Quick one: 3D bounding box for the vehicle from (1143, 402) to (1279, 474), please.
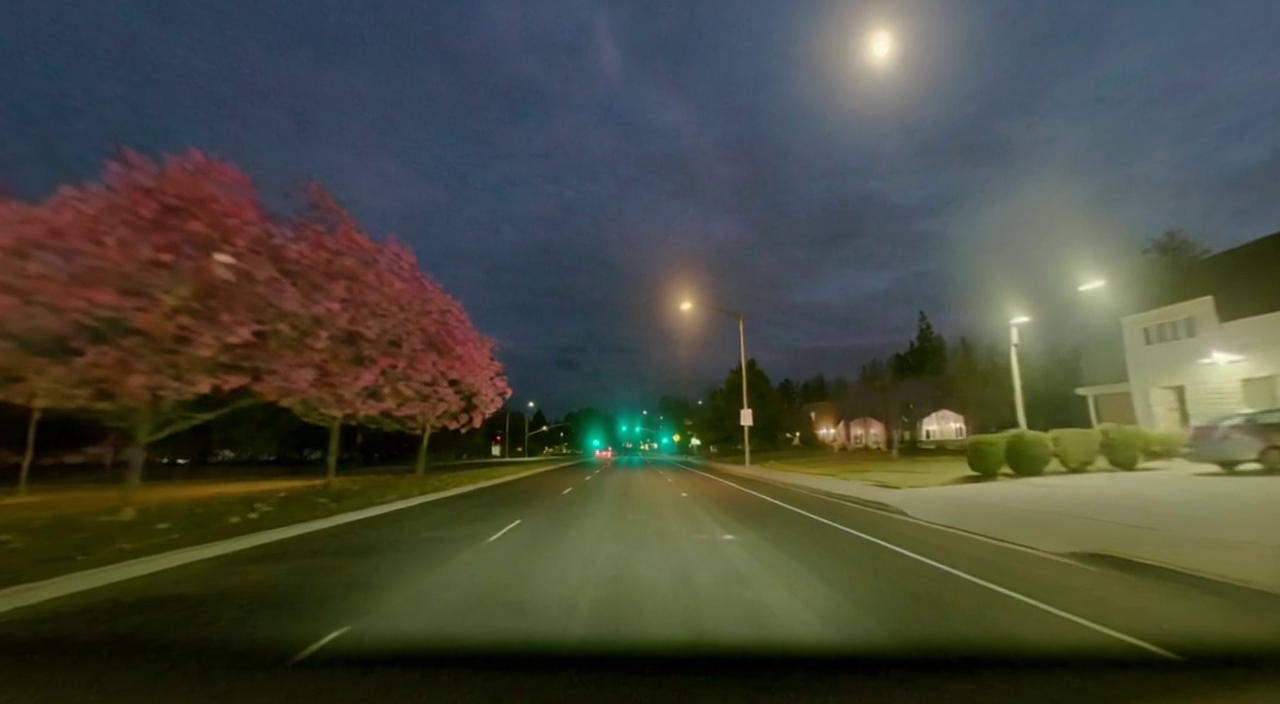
[{"bbox_3d":[15.195,2.032,14.902,4.877,1.592,1.913,0,-8,2],"label":"vehicle"}]
